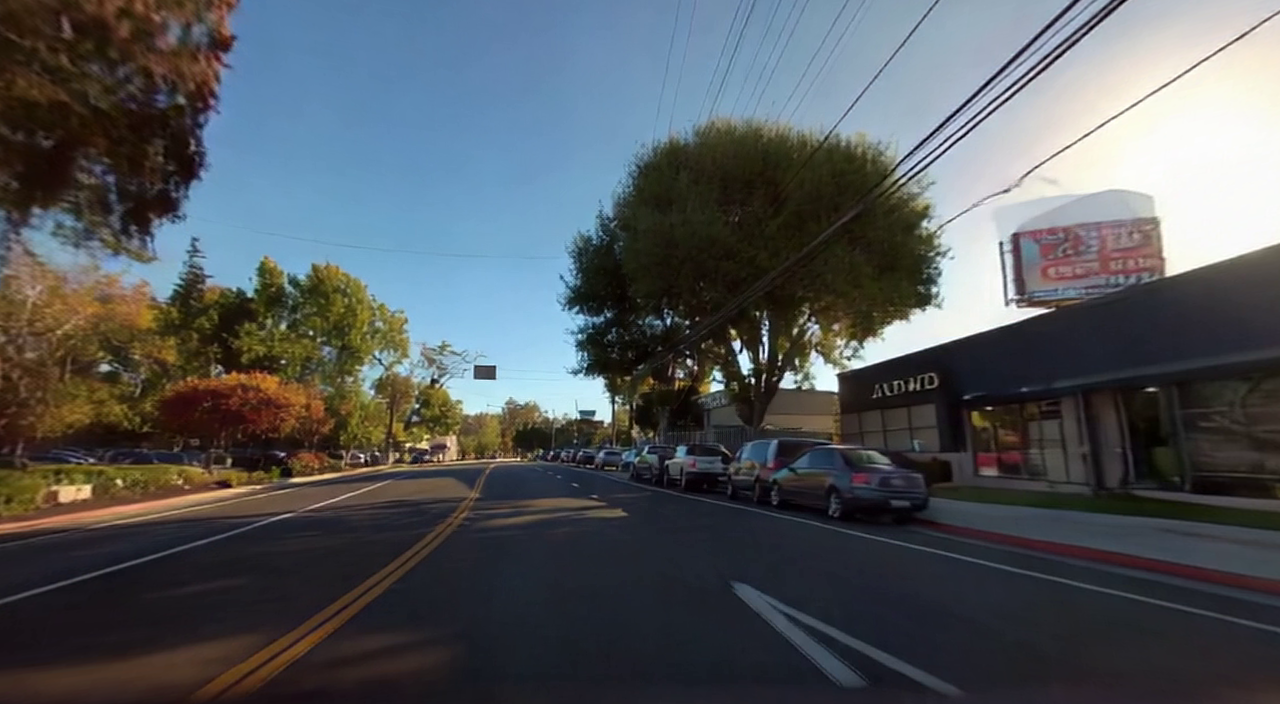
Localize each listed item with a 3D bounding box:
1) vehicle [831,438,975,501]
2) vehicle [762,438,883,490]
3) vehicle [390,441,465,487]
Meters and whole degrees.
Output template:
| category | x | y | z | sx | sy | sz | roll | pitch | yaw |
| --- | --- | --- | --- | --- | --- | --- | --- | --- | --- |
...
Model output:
| category | x | y | z | sx | sy | sz | roll | pitch | yaw |
| --- | --- | --- | --- | --- | --- | --- | --- | --- | --- |
| vehicle | 7.585 | 3.225 | 17.877 | 2.074 | 1.526 | 4.853 | -8 | -12 | 43 |
| vehicle | 6.348 | 3.774 | 21.615 | 2.057 | 1.564 | 4.502 | -8 | -12 | 43 |
| vehicle | -7.780 | 4.105 | 23.444 | 2.122 | 1.517 | 4.465 | 1 | -9 | -12 |
